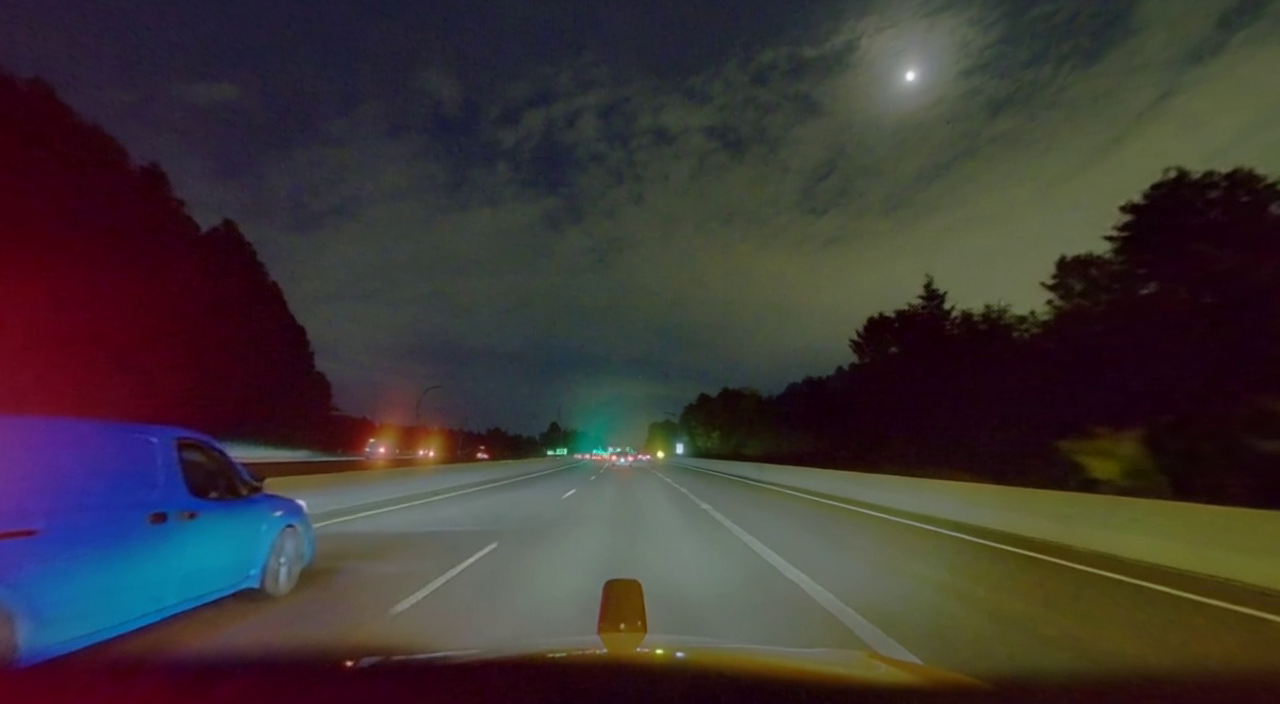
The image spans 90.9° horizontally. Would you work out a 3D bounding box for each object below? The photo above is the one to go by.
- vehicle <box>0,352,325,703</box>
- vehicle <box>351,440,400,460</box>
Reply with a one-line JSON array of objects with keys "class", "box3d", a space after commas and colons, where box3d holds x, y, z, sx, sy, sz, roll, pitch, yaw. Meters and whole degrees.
[{"class": "vehicle", "box3d": [-4.155, 1.067, 4.104, 1.971, 1.795, 4.389, 0, -9, -1]}, {"class": "vehicle", "box3d": [-19.933, 7.402, 47.668, 1.901, 1.465, 4.173, 0, -9, 0]}]
